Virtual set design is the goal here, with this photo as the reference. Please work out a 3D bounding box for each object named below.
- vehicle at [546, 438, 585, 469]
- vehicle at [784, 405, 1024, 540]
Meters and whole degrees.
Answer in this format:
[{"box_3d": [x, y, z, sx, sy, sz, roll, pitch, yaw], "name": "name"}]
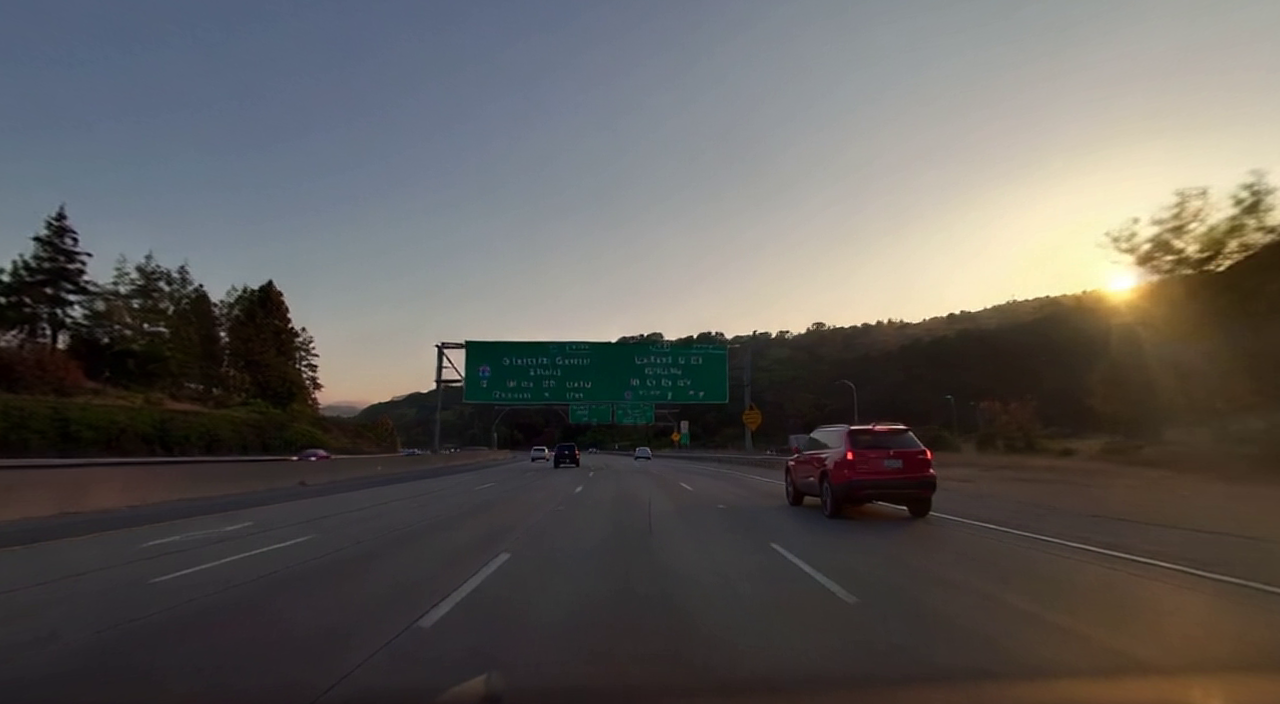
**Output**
[{"box_3d": [-5.567, 7.639, 47.749, 2.537, 2.121, 5.251, 0, -9, -3], "name": "vehicle"}, {"box_3d": [4.338, 2.081, 11.514, 2.103, 1.903, 4.837, 0, -9, -2], "name": "vehicle"}]
